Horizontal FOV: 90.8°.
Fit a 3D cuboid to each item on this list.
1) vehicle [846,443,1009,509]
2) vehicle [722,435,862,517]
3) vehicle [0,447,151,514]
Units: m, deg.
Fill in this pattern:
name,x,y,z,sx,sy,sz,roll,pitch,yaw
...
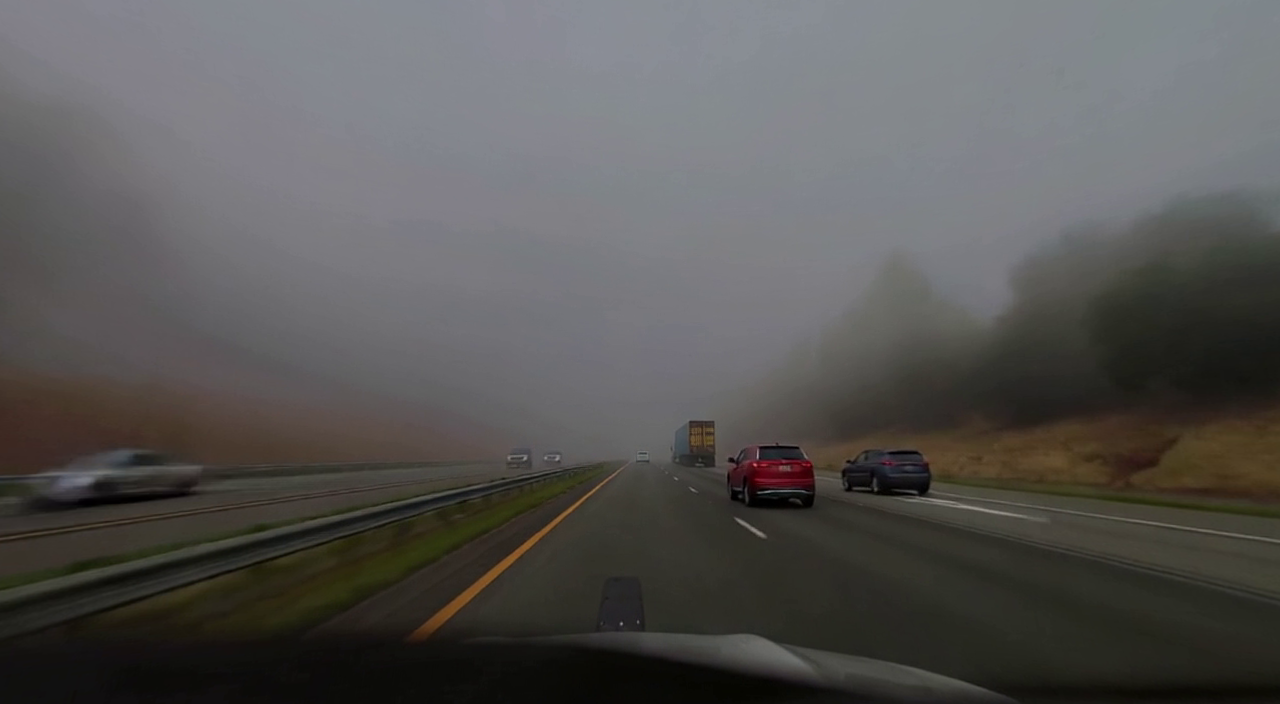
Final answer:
name,x,y,z,sx,sy,sz,roll,pitch,yaw
vehicle,7.274,3.165,16.622,2.024,1.471,4.618,0,-9,-1
vehicle,3.434,2.903,15.287,2.130,1.658,4.537,0,-9,-2
vehicle,-15.126,3.213,16.248,1.856,1.488,4.033,0,-9,-1
